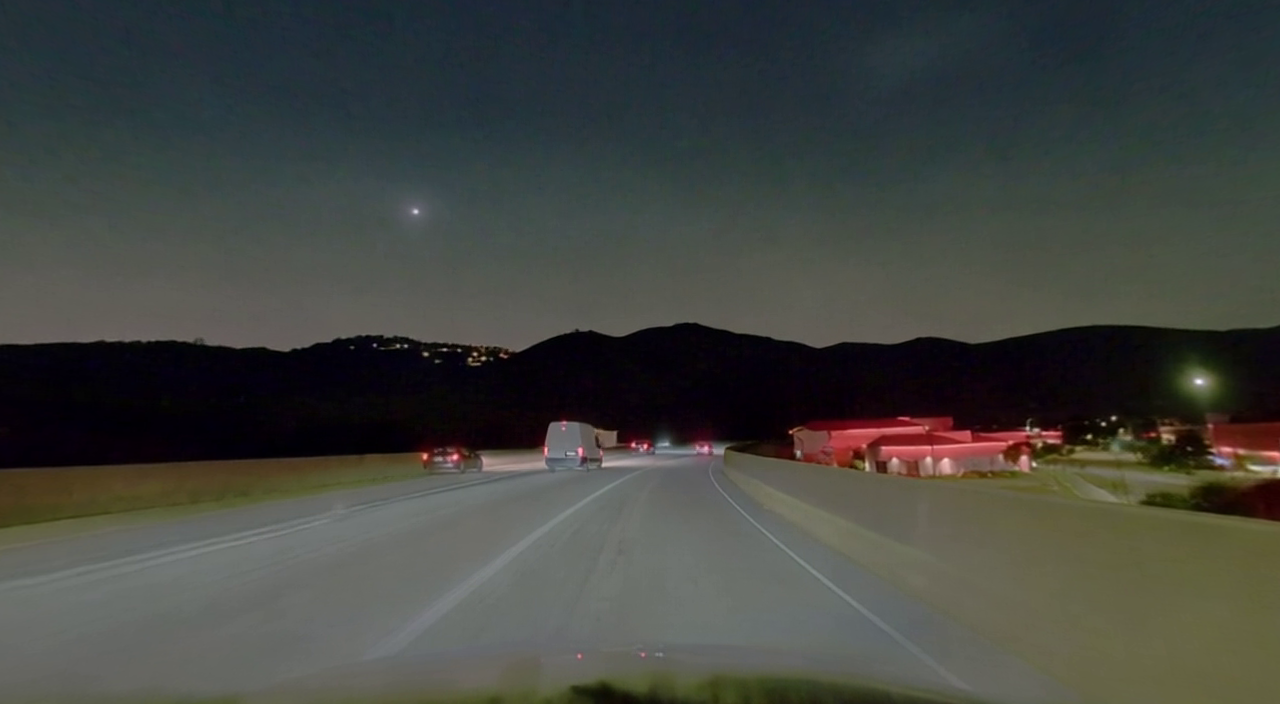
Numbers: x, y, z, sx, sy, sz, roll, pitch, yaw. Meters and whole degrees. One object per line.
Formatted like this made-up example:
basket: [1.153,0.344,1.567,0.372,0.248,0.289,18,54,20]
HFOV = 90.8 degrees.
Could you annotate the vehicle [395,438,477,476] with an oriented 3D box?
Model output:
vehicle: [-8.917,4.617,28.061,1.821,1.524,4.342,-1,-8,5]

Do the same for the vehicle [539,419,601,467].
vehicle: [-4.115,5.584,38.702,2.314,2.703,6.441,-1,-8,7]
